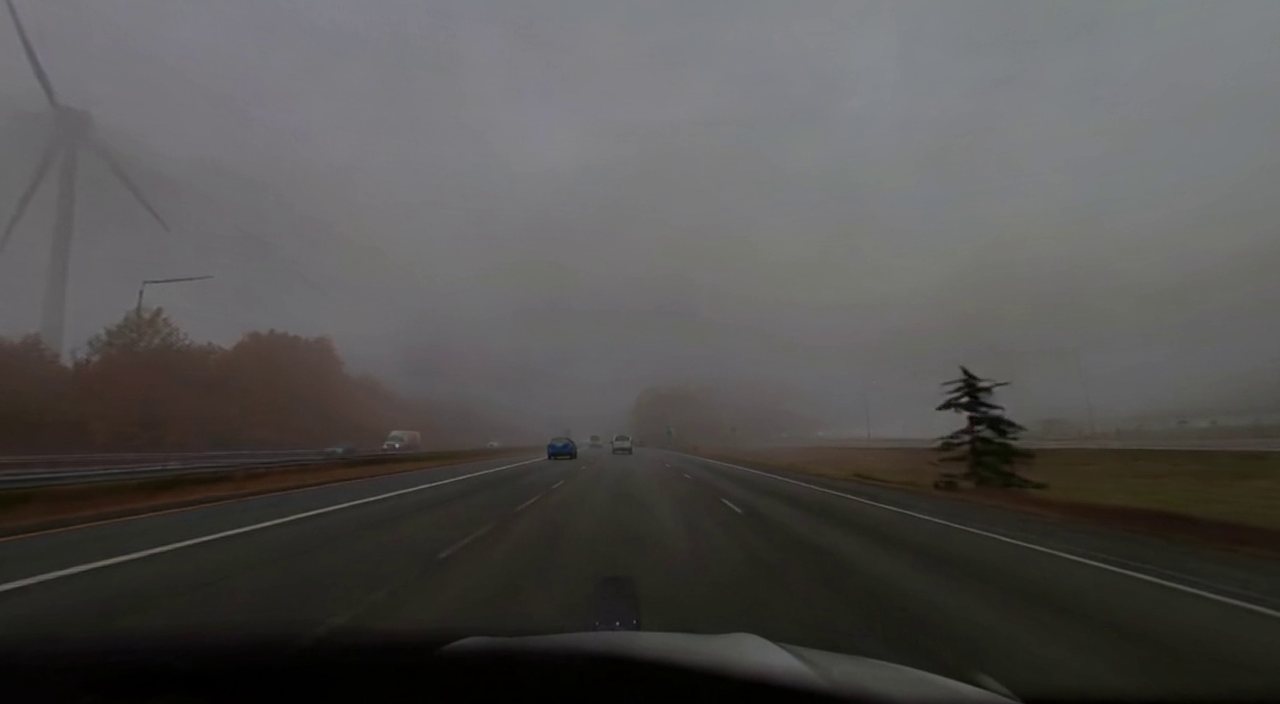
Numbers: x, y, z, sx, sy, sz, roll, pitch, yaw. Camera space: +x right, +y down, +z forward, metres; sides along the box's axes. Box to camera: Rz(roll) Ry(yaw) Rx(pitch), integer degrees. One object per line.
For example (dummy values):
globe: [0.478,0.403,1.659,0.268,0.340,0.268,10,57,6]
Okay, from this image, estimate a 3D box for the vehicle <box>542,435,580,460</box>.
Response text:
vehicle: [-5.273,6.425,42.509,2.062,1.622,4.153,0,-8,-1]

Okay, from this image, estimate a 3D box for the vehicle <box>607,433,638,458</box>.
vehicle: [-1.292,7.145,48.138,2.213,1.774,4.563,0,-8,-1]
